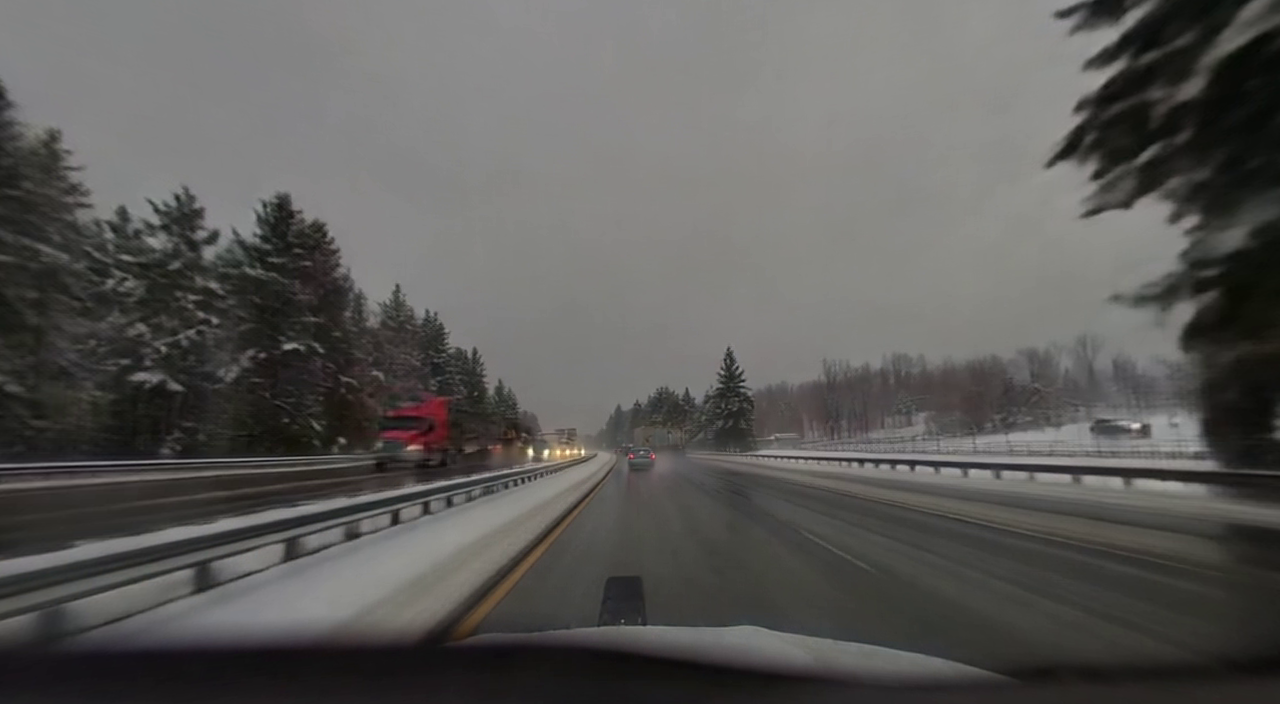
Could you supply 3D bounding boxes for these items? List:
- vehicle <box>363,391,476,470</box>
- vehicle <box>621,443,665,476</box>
[{"bbox_3d":[-12.617,4.757,37.420,3.015,4.010,10.258,0,-9,0],"label":"vehicle"},{"bbox_3d":[0.100,5.333,31.445,2.069,1.523,4.012,0,-8,-1],"label":"vehicle"}]
